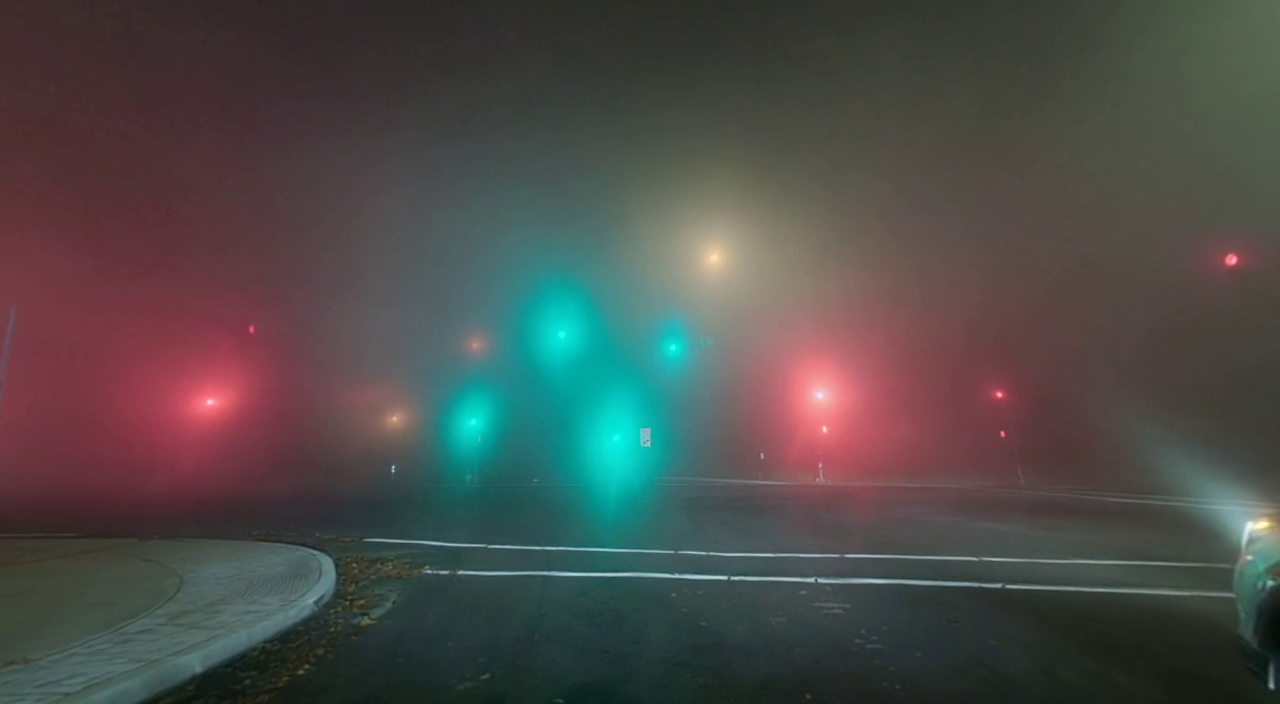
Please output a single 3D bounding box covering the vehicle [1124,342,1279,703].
[{"bbox_3d":[3.062,0.571,0.588,1.938,1.648,4.211,-1,-8,2],"label":"vehicle"}]
